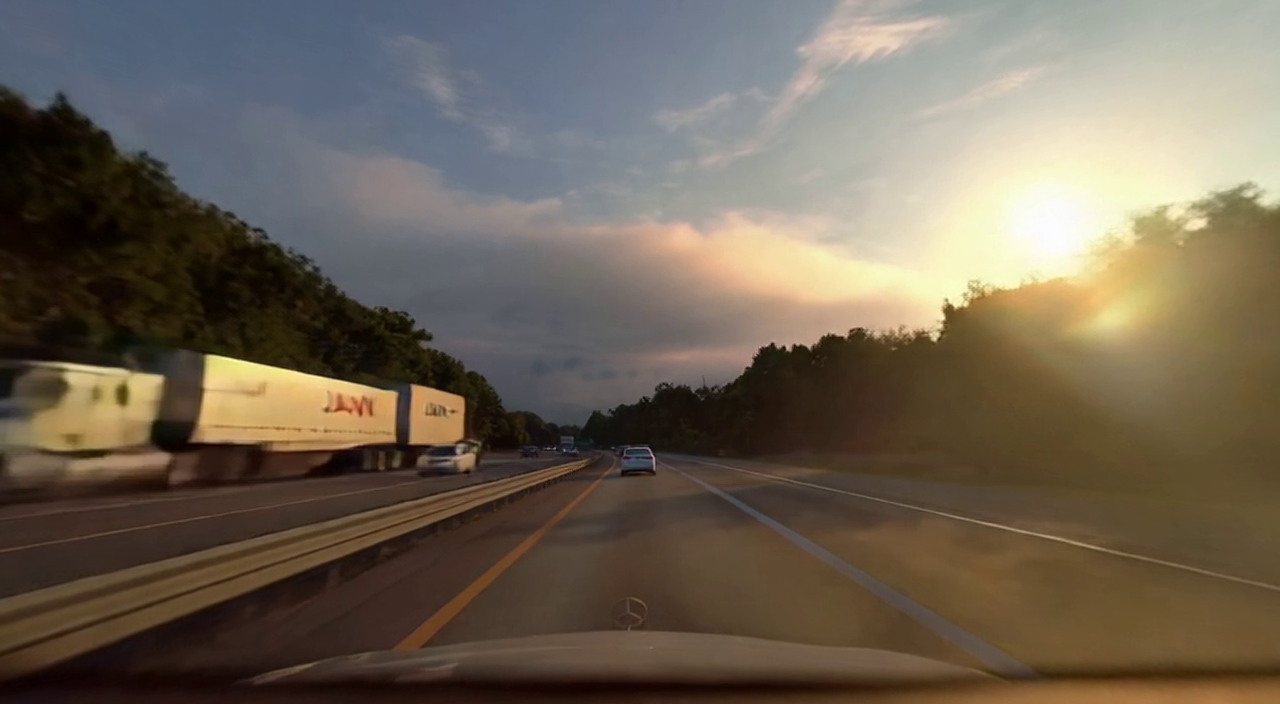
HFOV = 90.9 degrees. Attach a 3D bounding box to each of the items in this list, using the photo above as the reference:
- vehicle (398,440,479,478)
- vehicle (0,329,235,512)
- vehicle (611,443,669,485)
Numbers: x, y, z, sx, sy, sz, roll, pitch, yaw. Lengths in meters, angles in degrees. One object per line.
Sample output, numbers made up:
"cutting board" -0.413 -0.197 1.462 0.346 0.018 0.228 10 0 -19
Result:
"vehicle" -8.545 4.568 27.187 1.945 1.471 4.726 0 -9 0
"vehicle" -13.287 1.730 14.725 2.649 3.362 7.432 0 -9 0
"vehicle" -0.030 4.371 24.924 2.114 1.523 4.012 0 -9 -1
